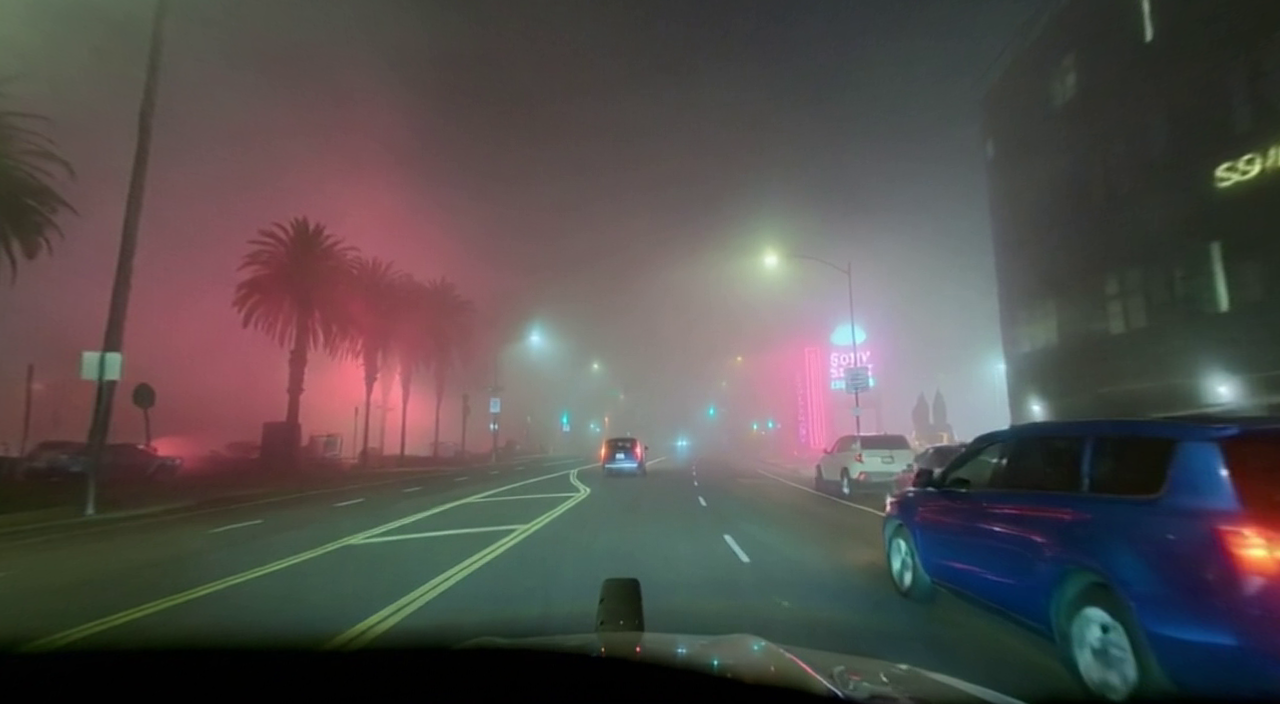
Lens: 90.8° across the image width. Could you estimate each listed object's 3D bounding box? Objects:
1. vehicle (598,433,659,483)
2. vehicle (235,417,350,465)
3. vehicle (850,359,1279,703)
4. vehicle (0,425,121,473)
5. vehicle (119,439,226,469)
[{"bbox_3d":[-0.421,3.934,23.690,2.063,1.664,4.471,0,-8,0],"label":"vehicle"},{"bbox_3d":[-20.882,5.429,38.362,2.198,2.684,5.751,-4,-9,25],"label":"vehicle"},{"bbox_3d":[3.210,1.159,4.435,1.983,1.654,4.354,0,-8,0],"label":"vehicle"},{"bbox_3d":[-32.562,5.128,33.578,2.562,2.387,6.989,-4,-10,29],"label":"vehicle"},{"bbox_3d":[-29.177,6.380,39.645,1.863,1.733,4.974,-5,-10,27],"label":"vehicle"}]
